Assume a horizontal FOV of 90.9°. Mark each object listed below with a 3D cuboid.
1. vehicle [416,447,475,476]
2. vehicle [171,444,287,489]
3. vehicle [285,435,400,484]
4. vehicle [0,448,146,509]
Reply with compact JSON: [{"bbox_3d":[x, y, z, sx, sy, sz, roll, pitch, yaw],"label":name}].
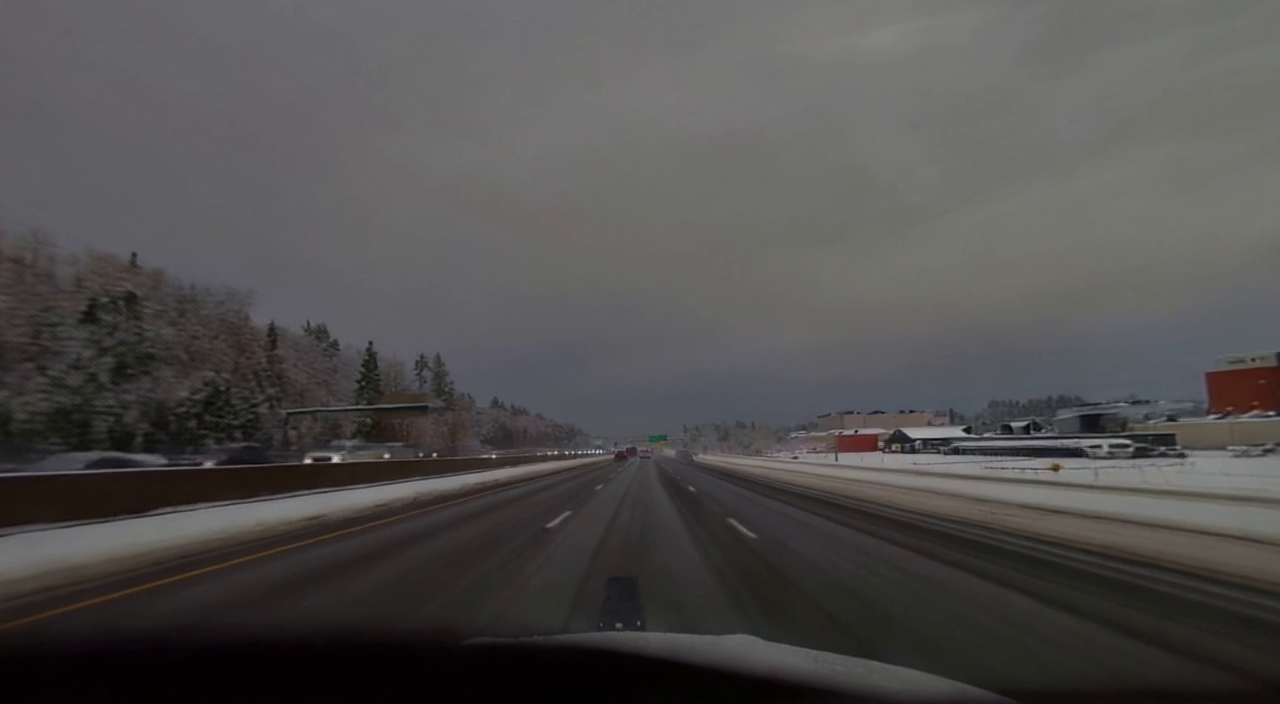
[{"bbox_3d":[-10.820,6.104,35.350,1.930,1.455,4.135,-1,-9,1],"label":"vehicle"},{"bbox_3d":[-16.050,4.477,24.870,1.892,1.588,3.811,-1,-9,1],"label":"vehicle"},{"bbox_3d":[-11.571,4.233,25.038,2.060,1.730,5.120,0,-9,0],"label":"vehicle"},{"bbox_3d":[-16.106,3.314,16.935,1.940,1.436,4.528,0,-9,0],"label":"vehicle"}]
